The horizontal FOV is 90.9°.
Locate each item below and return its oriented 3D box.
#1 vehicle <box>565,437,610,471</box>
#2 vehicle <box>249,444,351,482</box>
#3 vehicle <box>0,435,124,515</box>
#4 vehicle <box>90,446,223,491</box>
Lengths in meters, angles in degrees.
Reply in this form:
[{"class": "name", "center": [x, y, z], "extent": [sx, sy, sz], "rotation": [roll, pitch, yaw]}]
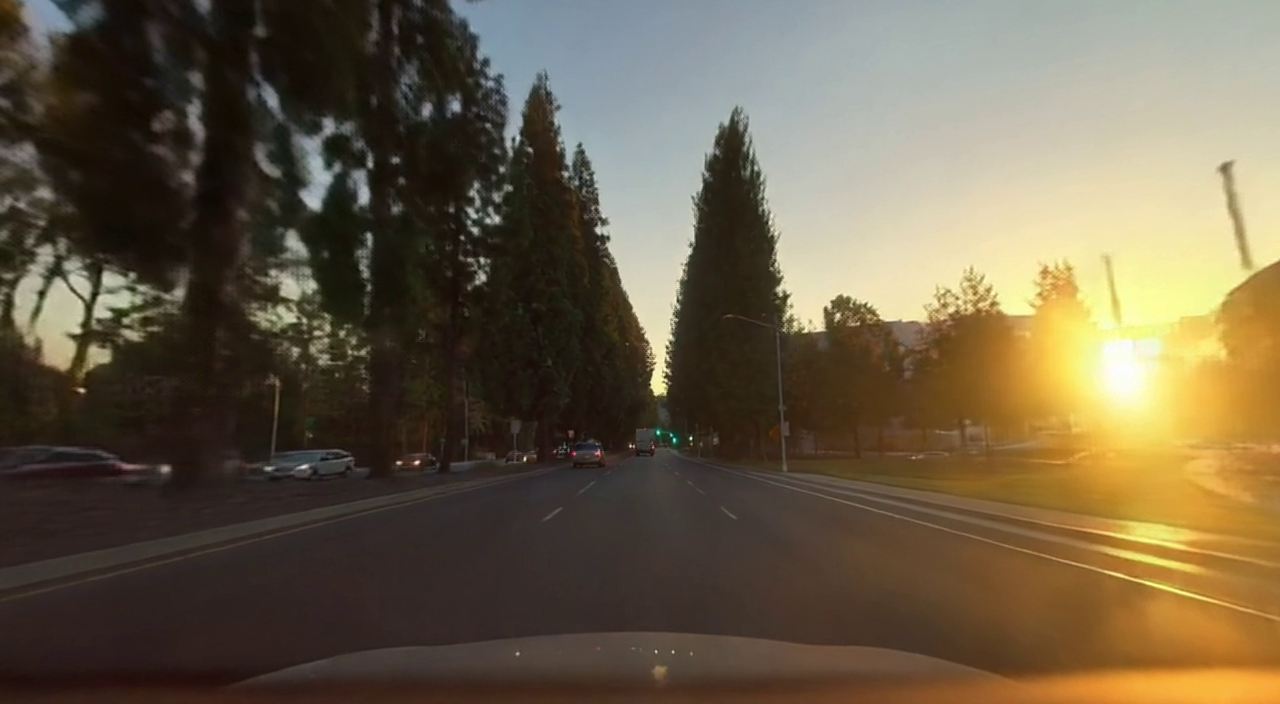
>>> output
[{"class": "vehicle", "center": [-3.185, 6.293, 39.099], "extent": [2.255, 1.940, 4.822], "rotation": [0, -8, 1]}, {"class": "vehicle", "center": [-16.704, 5.440, 31.338], "extent": [2.225, 1.719, 4.915], "rotation": [0, -8, 2]}, {"class": "vehicle", "center": [-15.796, 3.019, 15.773], "extent": [2.182, 1.790, 4.713], "rotation": [1, -9, -8]}, {"class": "vehicle", "center": [-20.157, 4.842, 26.586], "extent": [2.002, 1.691, 4.375], "rotation": [0, -8, 2]}]
